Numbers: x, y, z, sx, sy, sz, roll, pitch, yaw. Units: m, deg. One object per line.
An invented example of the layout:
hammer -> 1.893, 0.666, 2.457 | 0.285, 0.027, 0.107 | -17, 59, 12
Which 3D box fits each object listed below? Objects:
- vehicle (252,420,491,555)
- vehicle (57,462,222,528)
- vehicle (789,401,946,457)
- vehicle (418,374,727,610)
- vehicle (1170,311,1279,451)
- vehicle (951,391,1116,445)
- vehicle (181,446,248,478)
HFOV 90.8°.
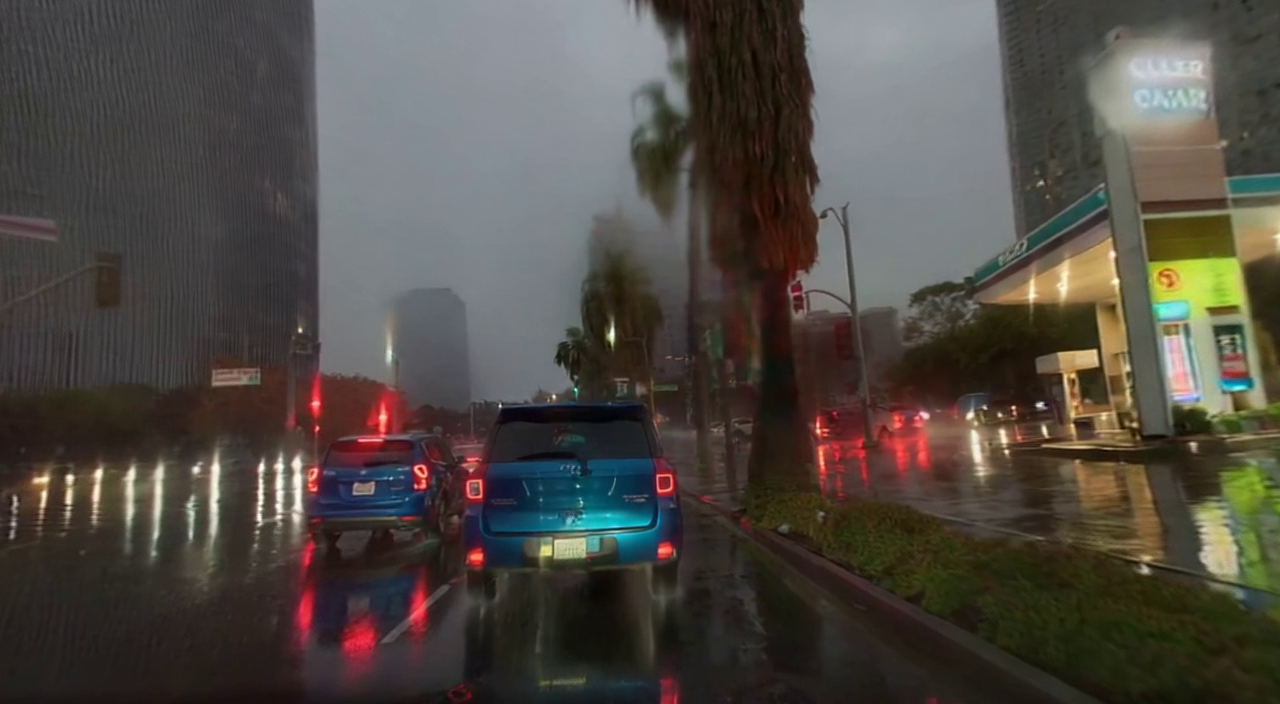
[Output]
vehicle -> -4.014, 2.089, 10.626 | 2.097, 1.692, 5.030 | 0, -8, -4
vehicle -> -15.637, 4.335, 19.713 | 4.660, 1.708, 2.331 | -5, -10, 30
vehicle -> 8.784, 3.024, 24.722 | 5.307, 2.076, 2.122 | 1, -8, -6
vehicle -> -0.697, 1.493, 7.690 | 2.519, 1.913, 4.819 | 0, -8, -4
vehicle -> 10.336, 0.445, 8.616 | 4.420, 1.766, 2.104 | 1, -8, -5
vehicle -> 15.447, 2.648, 25.033 | 5.033, 1.999, 2.259 | 0, -8, -3
vehicle -> -28.619, 7.386, 42.636 | 1.783, 1.997, 4.000 | 0, -8, -3
